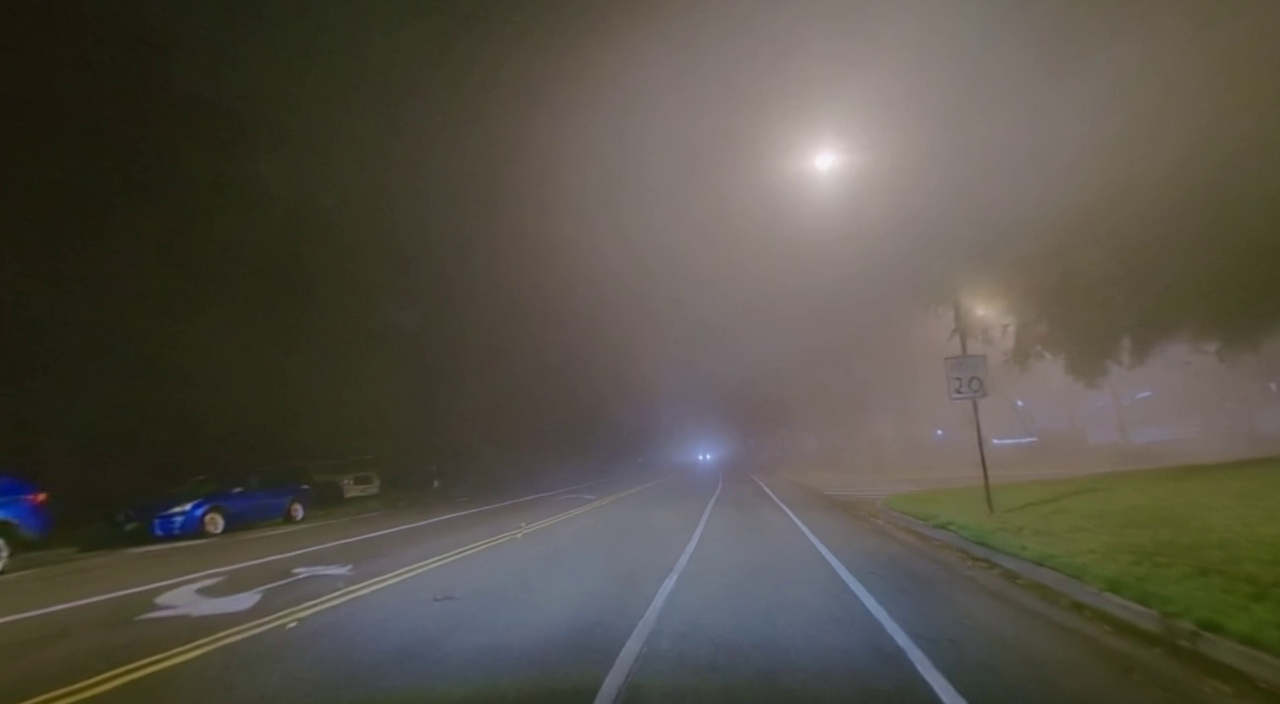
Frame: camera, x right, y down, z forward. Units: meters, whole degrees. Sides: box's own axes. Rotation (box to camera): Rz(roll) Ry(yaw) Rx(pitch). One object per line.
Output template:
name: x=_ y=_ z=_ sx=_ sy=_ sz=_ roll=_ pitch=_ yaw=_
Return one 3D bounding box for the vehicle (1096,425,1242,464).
vehicle: x=25.936 y=4.580 z=31.117 sx=4.955 sy=1.814 sz=2.166 roll=-1 pitch=-8 yaw=9

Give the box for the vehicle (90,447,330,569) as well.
vehicle: x=-9.747 y=3.471 z=14.835 sx=2.087 sy=1.700 sz=4.467 roll=-5 pitch=-1 yaw=9
